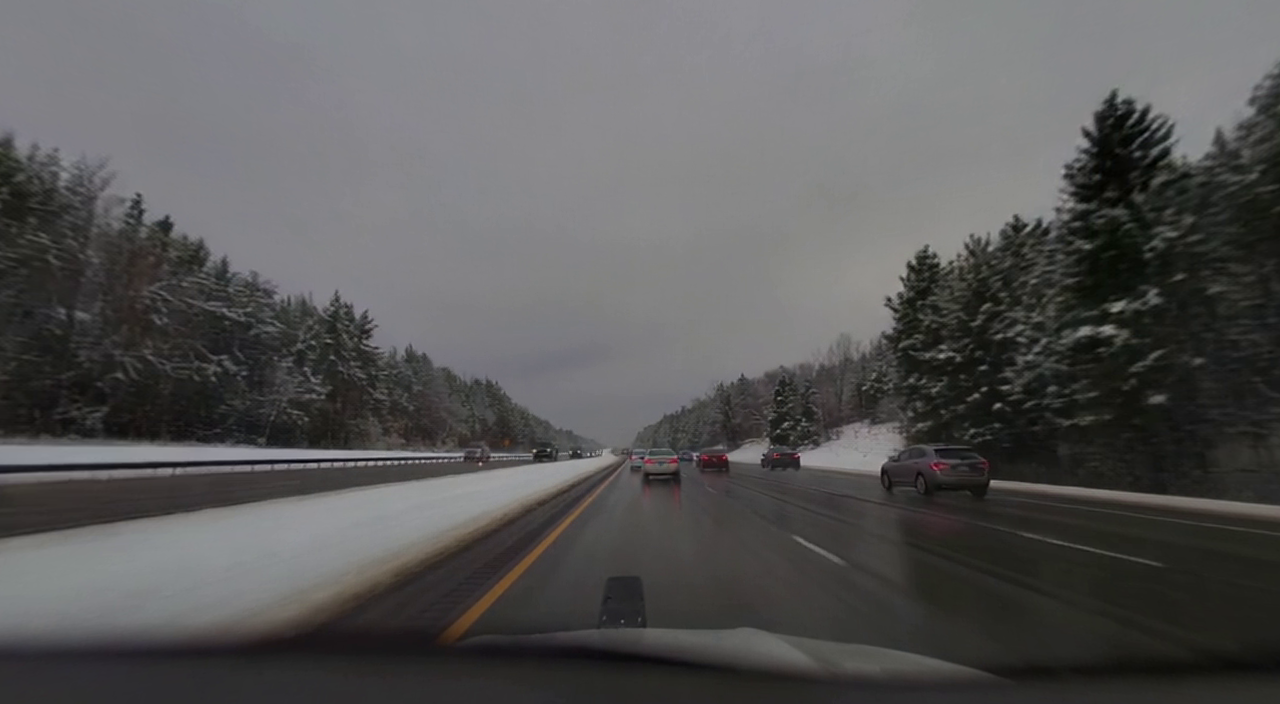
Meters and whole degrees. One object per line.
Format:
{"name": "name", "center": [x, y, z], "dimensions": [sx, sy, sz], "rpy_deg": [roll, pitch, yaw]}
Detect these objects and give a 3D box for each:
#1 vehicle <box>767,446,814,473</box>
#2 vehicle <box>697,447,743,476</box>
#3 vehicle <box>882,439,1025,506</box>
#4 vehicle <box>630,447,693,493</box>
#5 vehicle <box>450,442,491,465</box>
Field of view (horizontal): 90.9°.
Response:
{"name": "vehicle", "center": [9.245, 6.641, 39.069], "dimensions": [1.957, 1.594, 3.632], "rpy_deg": [0, -9, 0]}
{"name": "vehicle", "center": [4.433, 6.101, 35.367], "dimensions": [1.981, 1.518, 4.029], "rpy_deg": [0, -9, -1]}
{"name": "vehicle", "center": [8.146, 3.150, 16.810], "dimensions": [1.847, 1.554, 3.752], "rpy_deg": [0, -9, 0]}
{"name": "vehicle", "center": [0.686, 4.054, 21.963], "dimensions": [2.020, 1.426, 3.702], "rpy_deg": [0, -9, 0]}
{"name": "vehicle", "center": [-12.459, 7.514, 46.567], "dimensions": [1.835, 1.583, 4.021], "rpy_deg": [0, -9, 0]}
